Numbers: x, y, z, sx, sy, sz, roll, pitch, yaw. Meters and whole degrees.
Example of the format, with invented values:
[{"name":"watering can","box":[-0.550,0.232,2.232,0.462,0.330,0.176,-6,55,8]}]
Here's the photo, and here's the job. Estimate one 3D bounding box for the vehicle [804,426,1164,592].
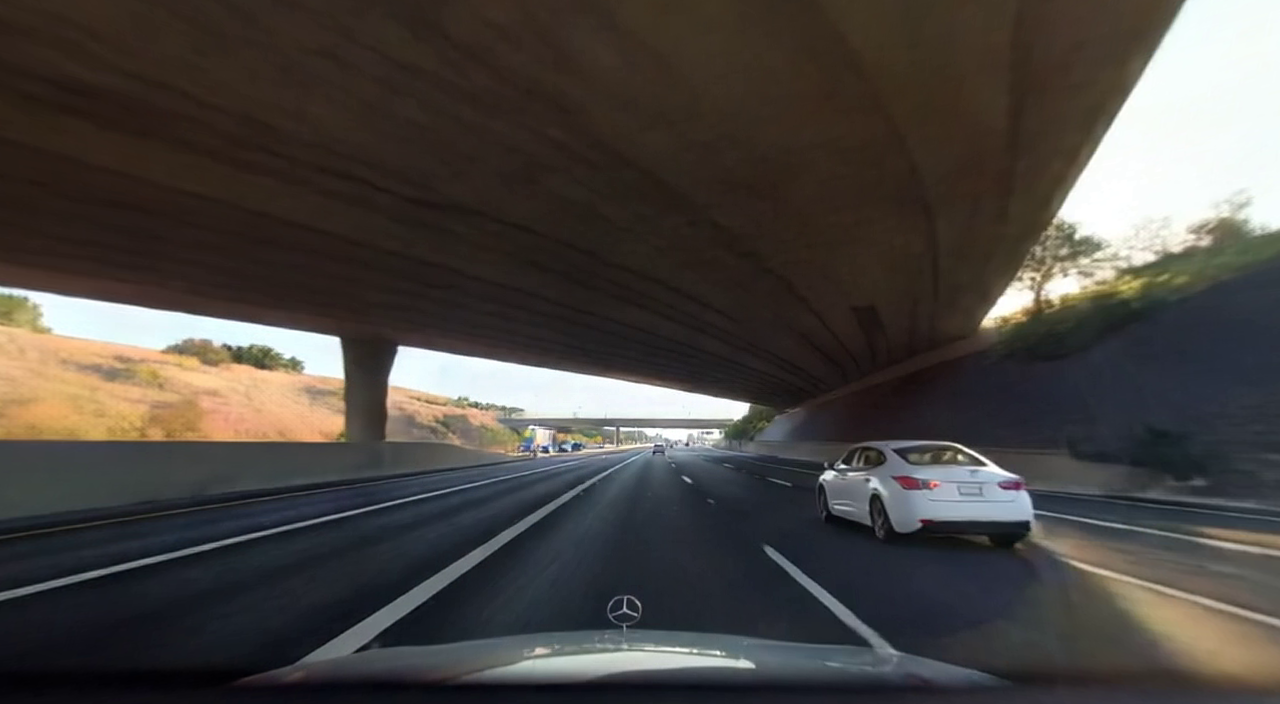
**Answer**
[{"name":"vehicle","box":[3.742,1.777,8.123,1.999,1.492,4.673,0,-8,0]}]
